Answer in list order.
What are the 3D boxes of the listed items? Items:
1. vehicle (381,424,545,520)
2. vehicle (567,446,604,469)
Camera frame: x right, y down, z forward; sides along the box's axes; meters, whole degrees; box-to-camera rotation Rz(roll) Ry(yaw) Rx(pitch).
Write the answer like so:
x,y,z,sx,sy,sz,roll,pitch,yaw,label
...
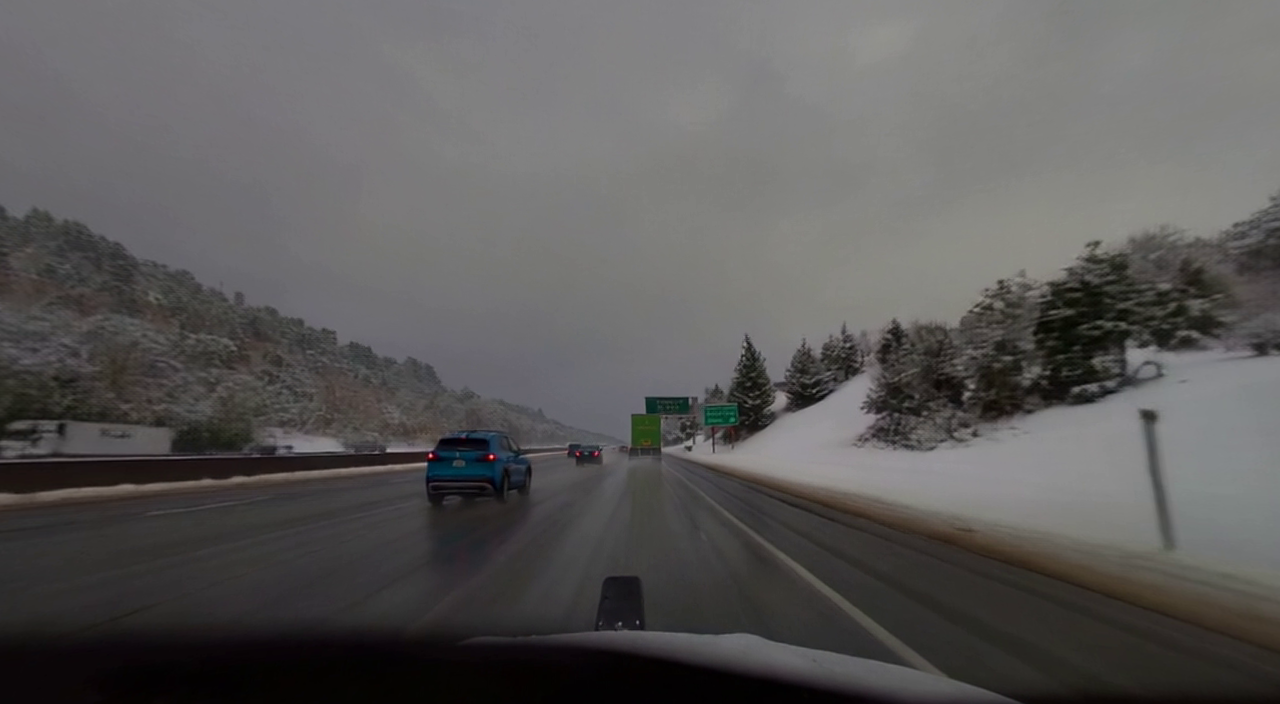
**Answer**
x,y,z,sx,sy,sz,roll,pitch,yaw,label
-3.644,2.585,14.088,2.194,1.725,4.698,0,-9,1,vehicle
-3.763,7.379,44.202,2.101,1.476,4.471,0,-9,1,vehicle
